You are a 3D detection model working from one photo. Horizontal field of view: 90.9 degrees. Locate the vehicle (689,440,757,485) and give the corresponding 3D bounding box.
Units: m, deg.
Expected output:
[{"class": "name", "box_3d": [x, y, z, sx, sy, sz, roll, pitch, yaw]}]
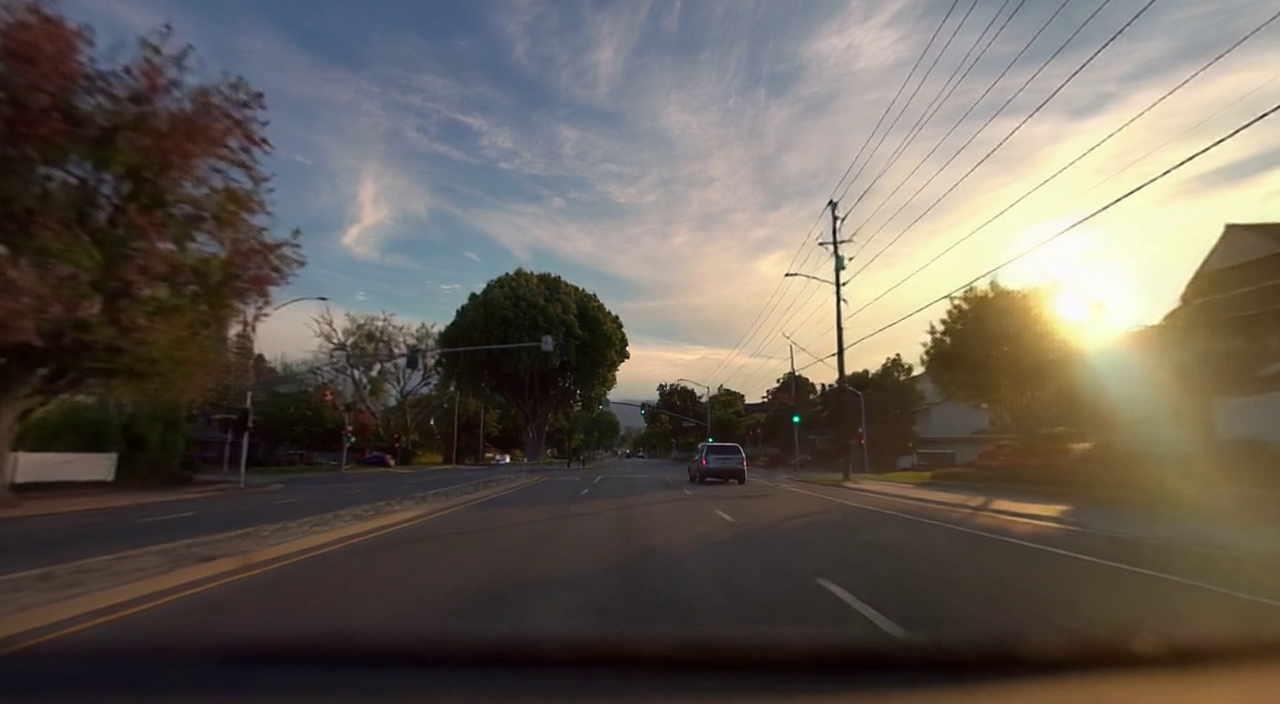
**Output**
[{"class": "vehicle", "box_3d": [3.561, 4.847, 27.964, 2.240, 1.781, 4.433, 0, -8, -2]}]
